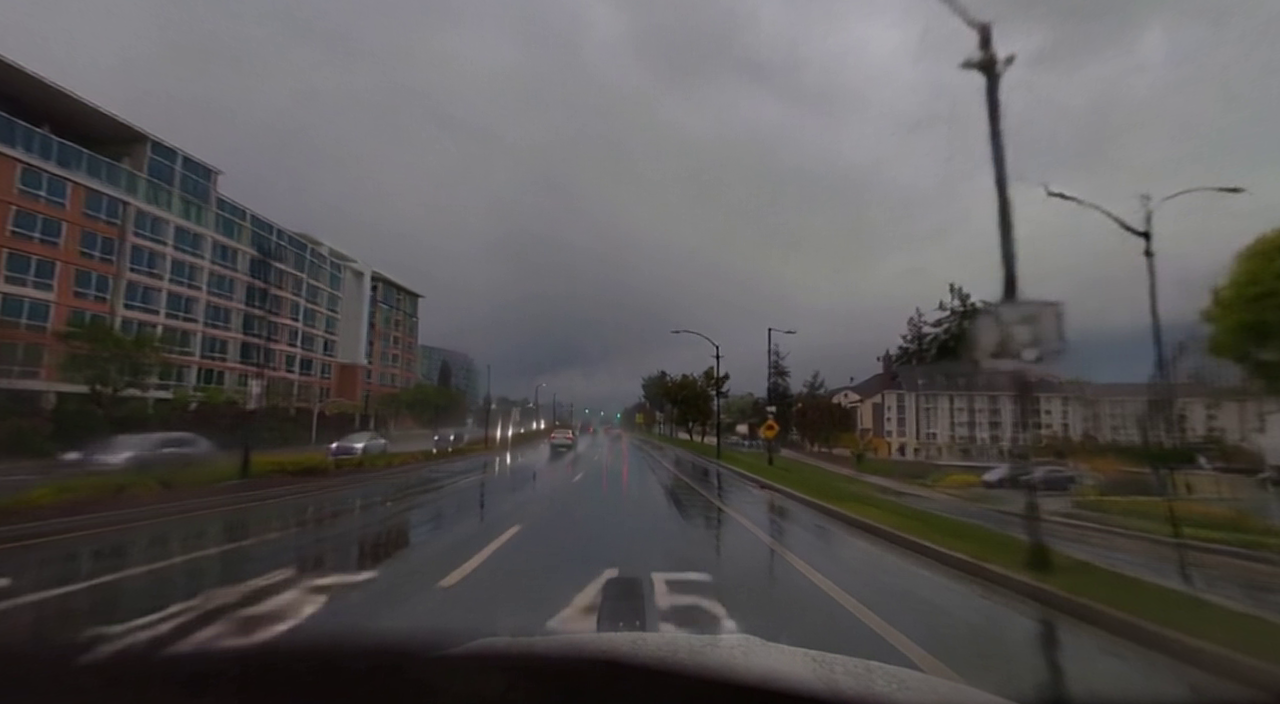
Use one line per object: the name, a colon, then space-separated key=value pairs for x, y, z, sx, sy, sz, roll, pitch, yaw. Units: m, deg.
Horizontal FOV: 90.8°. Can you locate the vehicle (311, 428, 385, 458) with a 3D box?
vehicle: x=-18.346 y=5.772 z=39.998 sx=2.286 sy=1.743 sz=4.869 roll=0 pitch=-8 yaw=1

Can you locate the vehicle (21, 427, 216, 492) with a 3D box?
vehicle: x=-15.639 y=3.234 z=19.369 sx=1.972 sy=1.715 sz=4.521 roll=0 pitch=-8 yaw=2

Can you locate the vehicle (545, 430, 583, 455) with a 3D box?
vehicle: x=-4.894 y=5.876 z=41.029 sx=2.025 sy=1.474 sz=4.292 roll=0 pitch=-8 yaw=-2

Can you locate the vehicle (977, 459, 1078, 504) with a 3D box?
vehicle: x=23.406 y=7.862 z=38.317 sx=4.619 sy=1.807 sz=2.224 roll=7 pitch=-20 yaw=2
